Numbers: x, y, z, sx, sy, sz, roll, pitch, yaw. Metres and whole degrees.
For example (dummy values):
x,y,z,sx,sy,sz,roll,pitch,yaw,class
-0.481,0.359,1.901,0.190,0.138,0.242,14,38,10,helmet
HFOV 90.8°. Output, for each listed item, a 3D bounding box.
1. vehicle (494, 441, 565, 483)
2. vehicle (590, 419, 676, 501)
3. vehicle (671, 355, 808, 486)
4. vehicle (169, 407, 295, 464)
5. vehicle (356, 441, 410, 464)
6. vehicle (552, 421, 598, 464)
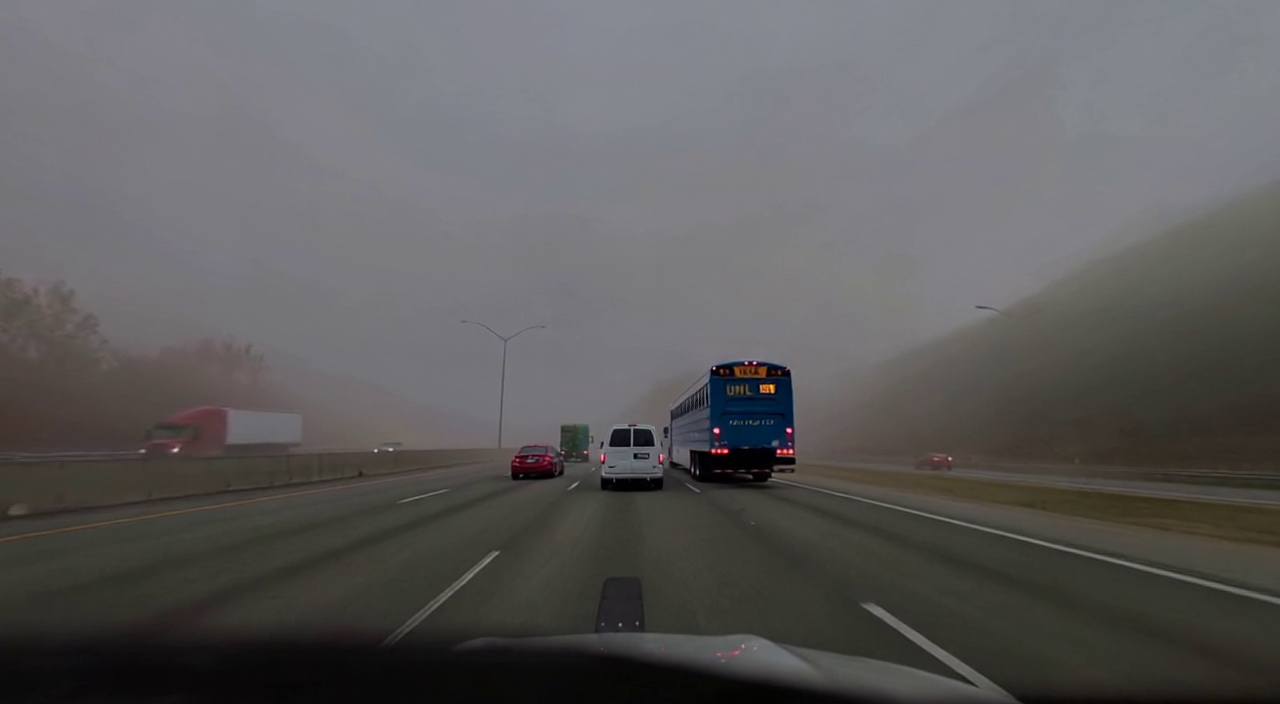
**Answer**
x,y,z,sx,sy,sz,roll,pitch,yaw,class
-4.184,4.231,24.565,2.039,1.453,4.197,0,-8,-1,vehicle
-0.264,2.898,17.267,2.037,1.929,4.343,0,-8,-3,vehicle
3.451,3.096,26.517,3.006,4.101,13.245,0,-8,-3,vehicle
-29.938,6.287,47.124,2.923,3.797,10.108,0,-8,-2,vehicle
-18.146,7.113,44.820,2.037,1.505,4.575,0,-8,-2,vehicle
-4.881,6.958,48.565,2.947,3.009,7.991,0,-8,-2,vehicle
